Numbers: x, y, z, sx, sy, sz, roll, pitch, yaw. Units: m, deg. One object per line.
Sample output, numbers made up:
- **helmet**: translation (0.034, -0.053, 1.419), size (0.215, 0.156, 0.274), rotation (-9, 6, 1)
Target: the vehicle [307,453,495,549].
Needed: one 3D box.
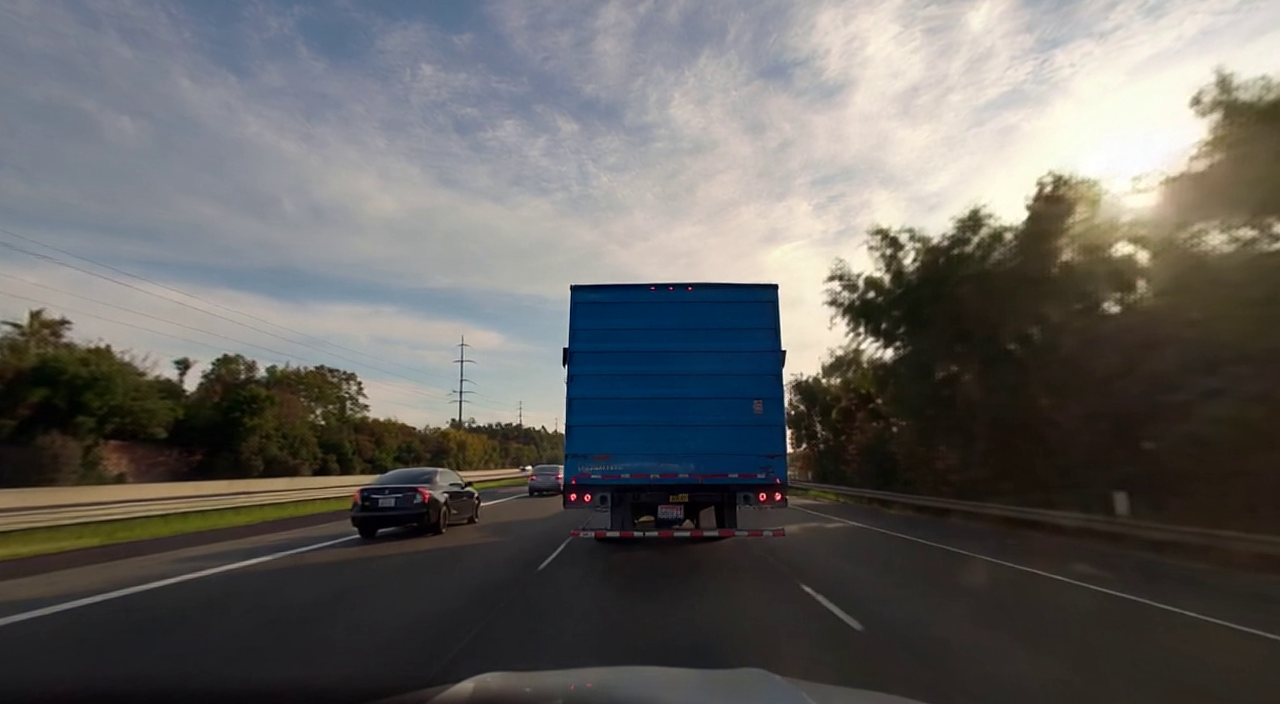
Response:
- **vehicle**: translation (-4.306, 2.785, 12.265), size (1.891, 1.469, 4.431), rotation (1, -11, 0)

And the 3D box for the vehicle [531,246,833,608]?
- **vehicle**: translation (0.599, 1.434, 10.504), size (2.831, 3.529, 8.689), rotation (0, -11, 3)
